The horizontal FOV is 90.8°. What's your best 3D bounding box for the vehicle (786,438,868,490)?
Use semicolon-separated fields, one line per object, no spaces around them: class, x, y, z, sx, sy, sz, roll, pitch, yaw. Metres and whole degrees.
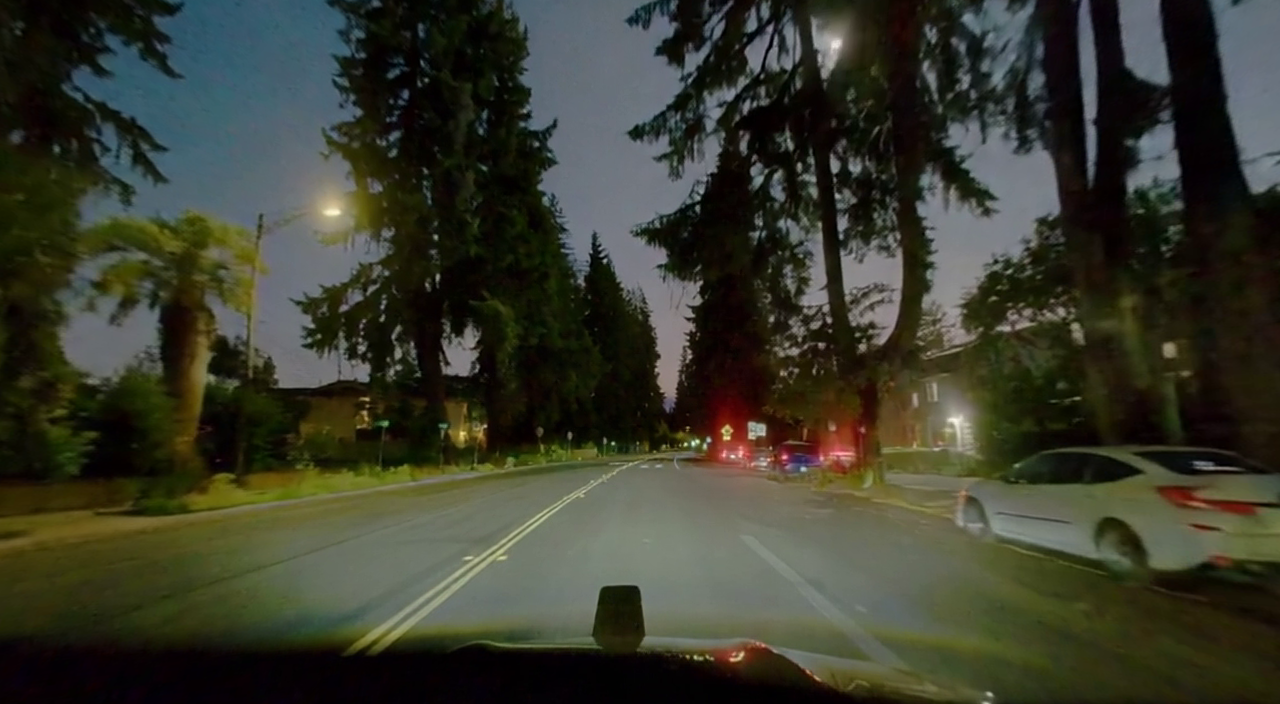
vehicle;6.495;3.915;22.404;1.798;1.669;3.626;0;-9;0

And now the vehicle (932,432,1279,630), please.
vehicle;5.547;1.729;7.309;2.085;1.485;4.932;0;-9;2
